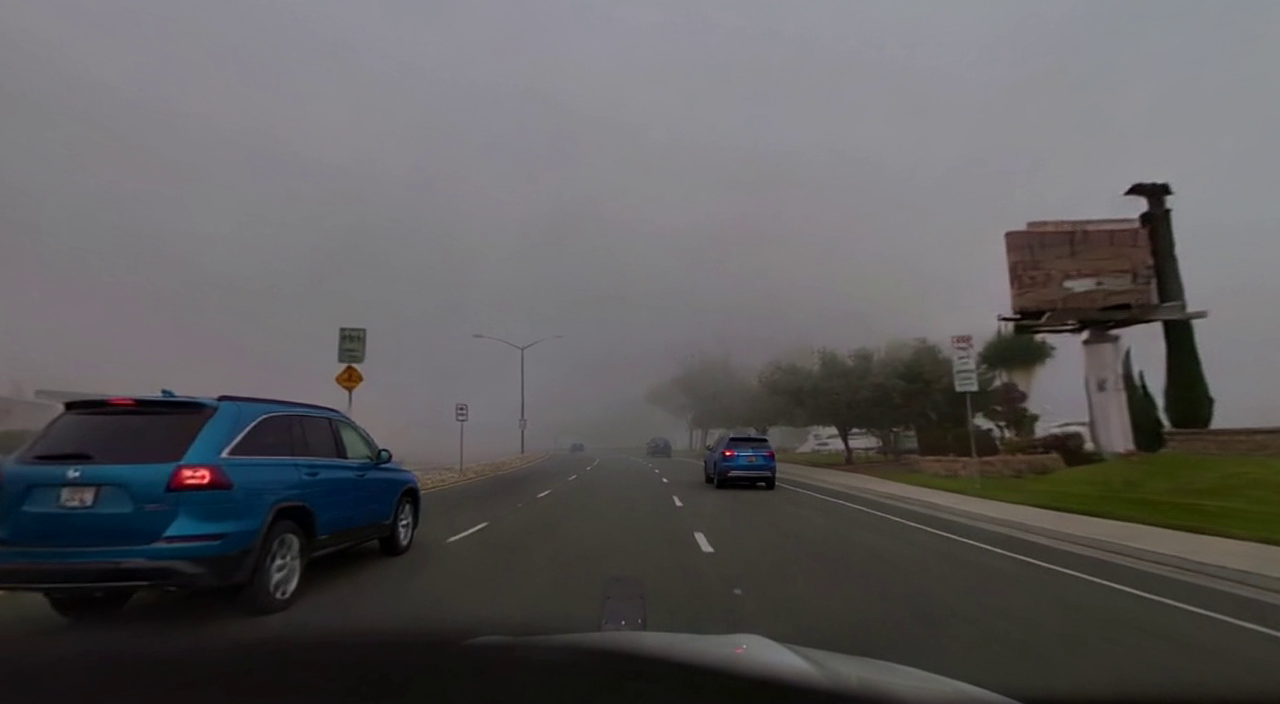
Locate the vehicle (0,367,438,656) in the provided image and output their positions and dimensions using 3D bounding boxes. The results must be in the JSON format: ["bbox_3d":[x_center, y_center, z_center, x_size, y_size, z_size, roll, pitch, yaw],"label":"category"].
[{"bbox_3d":[-3.938,1.329,6.354,2.150,1.768,4.868,0,-8,0],"label":"vehicle"}]

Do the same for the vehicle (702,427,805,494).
[{"bbox_3d":[3.309,3.293,19.440,2.195,1.804,4.658,0,-8,-2],"label":"vehicle"}]
